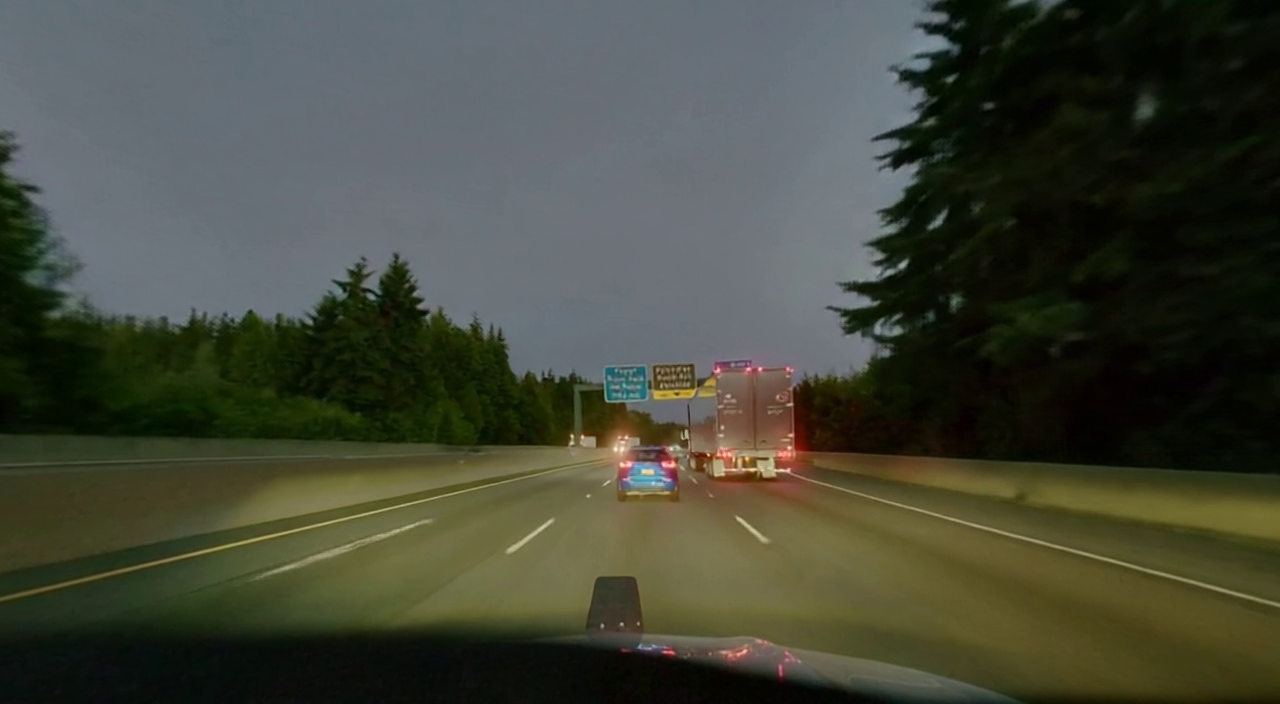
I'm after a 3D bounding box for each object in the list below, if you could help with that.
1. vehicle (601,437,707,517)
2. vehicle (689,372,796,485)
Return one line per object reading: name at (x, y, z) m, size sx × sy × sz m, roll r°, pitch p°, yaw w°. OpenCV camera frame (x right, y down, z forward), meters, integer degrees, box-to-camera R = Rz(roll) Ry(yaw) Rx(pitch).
vehicle at (0.280, 2.797, 14.555) m, size 2.039 × 1.532 × 4.610 m, roll 0°, pitch -9°, yaw 0°
vehicle at (4.176, 3.800, 29.424) m, size 2.960 × 4.018 × 13.834 m, roll 0°, pitch -9°, yaw 1°
